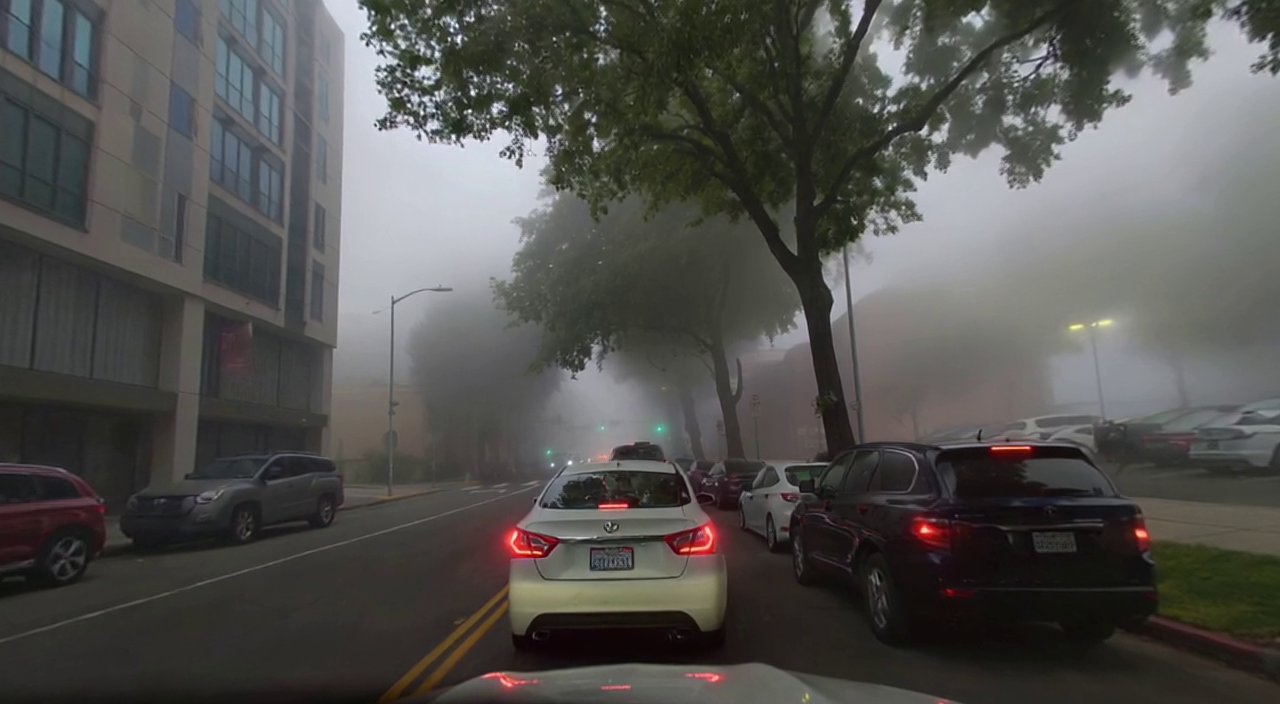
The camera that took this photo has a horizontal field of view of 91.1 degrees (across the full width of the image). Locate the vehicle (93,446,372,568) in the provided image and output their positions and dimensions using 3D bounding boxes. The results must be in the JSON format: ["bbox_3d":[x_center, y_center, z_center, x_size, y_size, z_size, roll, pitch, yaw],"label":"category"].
[{"bbox_3d":[-6.828,2.614,11.334,1.994,1.701,4.520,0,-10,0],"label":"vehicle"}]

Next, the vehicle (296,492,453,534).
[{"bbox_3d":[-6.948,4.313,17.160,2.223,0.774,4.789,1,-10,0],"label":"vehicle"}]

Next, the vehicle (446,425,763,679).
[{"bbox_3d":[-0.200,1.617,5.932,2.018,1.583,3.646,1,-10,1],"label":"vehicle"}]

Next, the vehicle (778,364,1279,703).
[{"bbox_3d":[2.707,1.434,5.710,1.868,1.920,4.501,1,-10,0],"label":"vehicle"}]

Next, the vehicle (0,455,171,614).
[{"bbox_3d":[-6.986,1.702,5.874,1.900,1.471,4.202,1,-10,0],"label":"vehicle"}]
